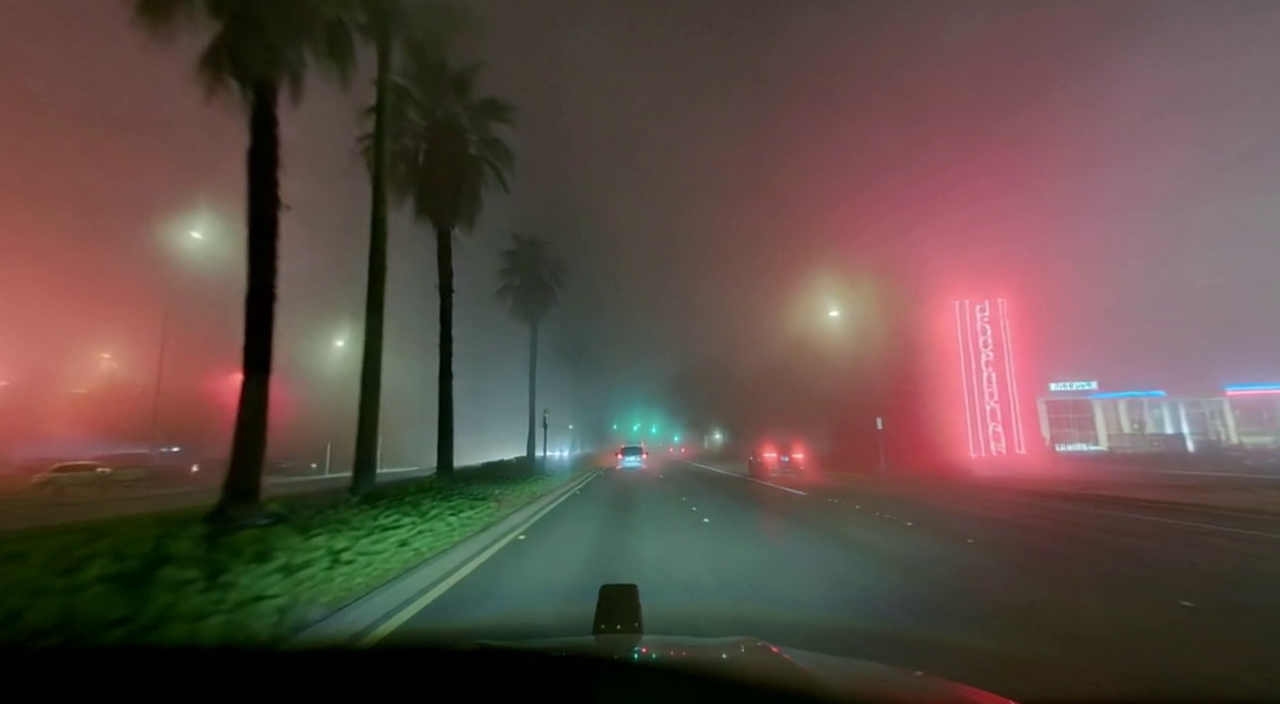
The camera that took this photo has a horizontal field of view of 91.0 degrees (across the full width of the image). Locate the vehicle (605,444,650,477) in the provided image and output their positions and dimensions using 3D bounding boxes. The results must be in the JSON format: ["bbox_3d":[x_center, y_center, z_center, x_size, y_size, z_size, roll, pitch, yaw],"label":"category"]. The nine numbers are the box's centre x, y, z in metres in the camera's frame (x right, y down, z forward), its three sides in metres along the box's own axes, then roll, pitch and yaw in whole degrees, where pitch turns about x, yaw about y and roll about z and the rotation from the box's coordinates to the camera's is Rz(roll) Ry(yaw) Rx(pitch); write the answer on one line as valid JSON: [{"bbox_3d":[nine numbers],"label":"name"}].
[{"bbox_3d":[-0.573,4.984,29.190,1.970,1.402,3.756,0,-8,-1],"label":"vehicle"}]

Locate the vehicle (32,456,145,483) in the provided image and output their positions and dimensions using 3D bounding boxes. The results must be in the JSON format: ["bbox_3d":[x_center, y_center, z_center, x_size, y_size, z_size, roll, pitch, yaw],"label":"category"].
[{"bbox_3d":[-31.324,6.662,35.847,4.452,1.470,2.016,0,-8,-1],"label":"vehicle"}]

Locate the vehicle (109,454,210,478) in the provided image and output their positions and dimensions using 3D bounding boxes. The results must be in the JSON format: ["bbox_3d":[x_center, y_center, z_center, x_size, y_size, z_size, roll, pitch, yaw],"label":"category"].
[{"bbox_3d":[-31.170,7.396,40.917,4.767,1.489,2.051,0,-8,-3],"label":"vehicle"}]

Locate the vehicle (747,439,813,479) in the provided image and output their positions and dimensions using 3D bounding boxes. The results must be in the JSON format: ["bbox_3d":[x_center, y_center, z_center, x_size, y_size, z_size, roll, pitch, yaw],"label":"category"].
[{"bbox_3d":[6.149,4.733,28.087,1.949,1.647,3.894,0,-8,-2],"label":"vehicle"}]
